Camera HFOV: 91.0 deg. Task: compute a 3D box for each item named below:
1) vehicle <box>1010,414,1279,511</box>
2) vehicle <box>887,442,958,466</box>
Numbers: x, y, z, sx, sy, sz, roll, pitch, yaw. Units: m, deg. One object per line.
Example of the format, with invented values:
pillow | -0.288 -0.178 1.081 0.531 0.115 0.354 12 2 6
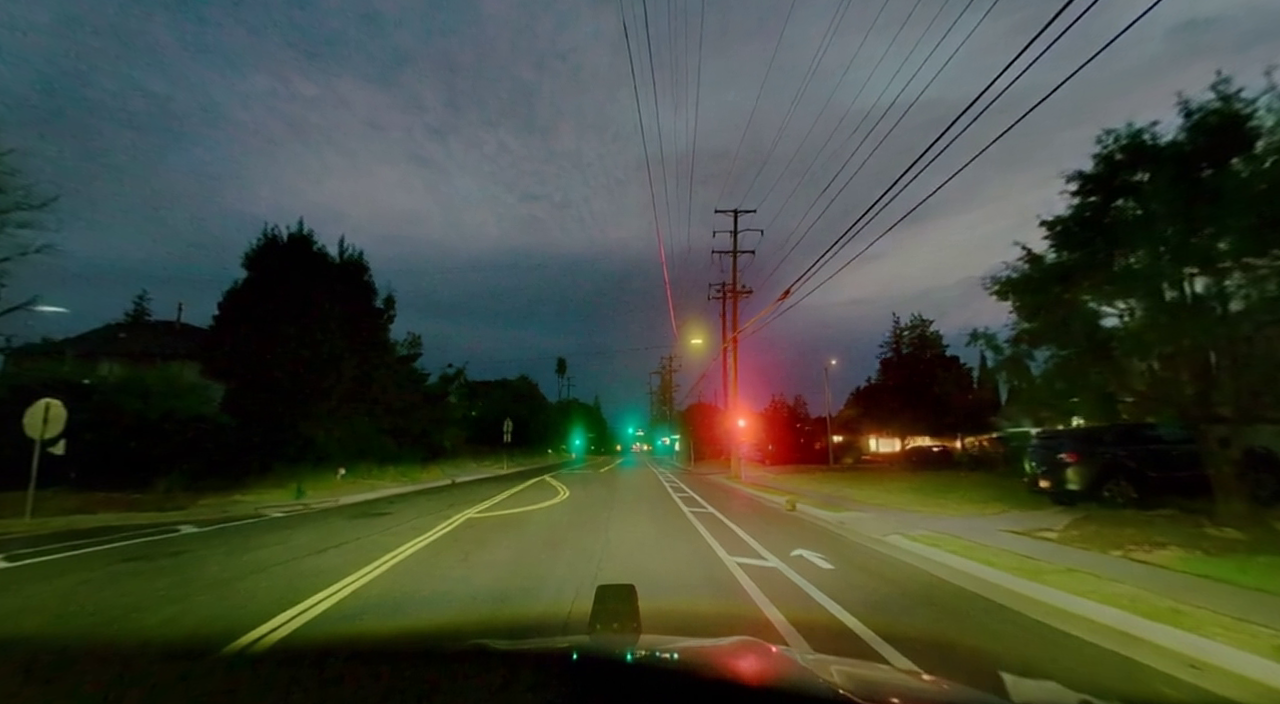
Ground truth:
vehicle | 10.946 2.289 13.250 4.760 1.808 2.402 0 -9 -2
vehicle | 20.381 7.363 45.586 3.943 1.664 2.391 0 -8 -2
